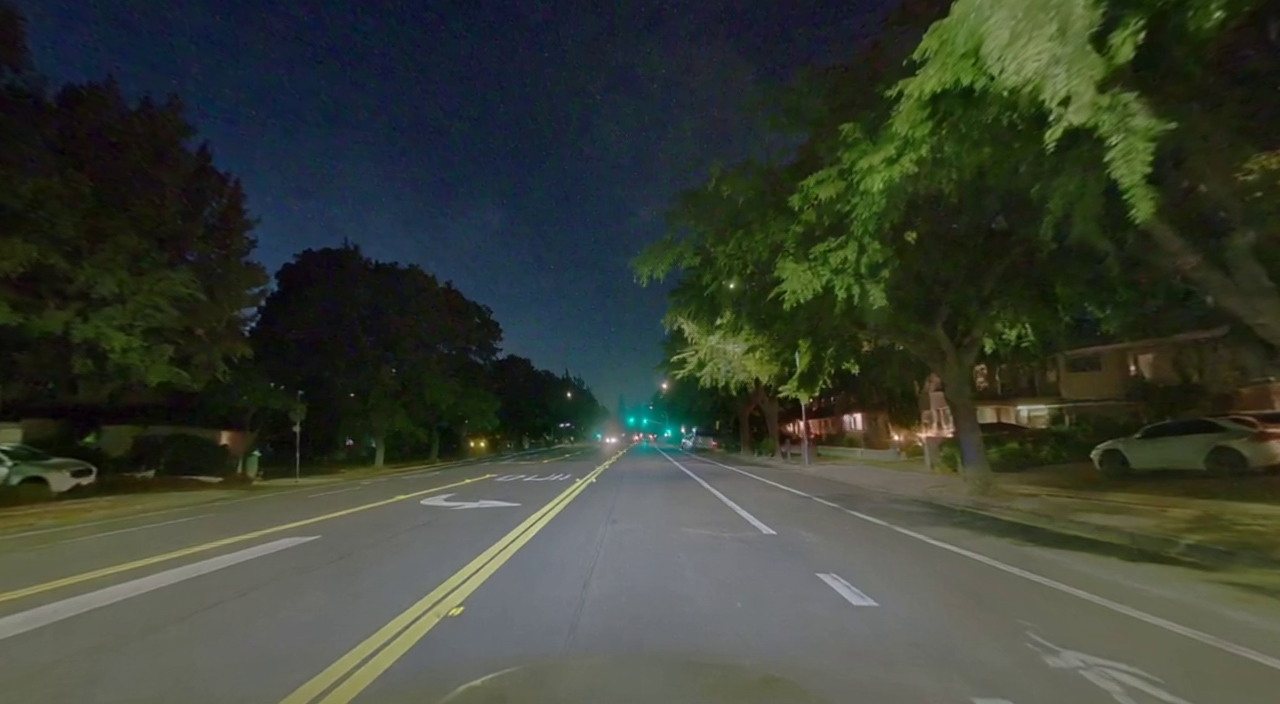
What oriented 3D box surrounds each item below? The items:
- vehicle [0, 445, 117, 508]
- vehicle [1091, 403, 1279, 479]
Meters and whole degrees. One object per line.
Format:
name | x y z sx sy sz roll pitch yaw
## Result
vehicle | -20.991 4.019 20.645 5.505 1.914 2.396 0 -8 0
vehicle | 12.967 1.883 13.452 2.066 1.474 4.892 4 -11 -39
